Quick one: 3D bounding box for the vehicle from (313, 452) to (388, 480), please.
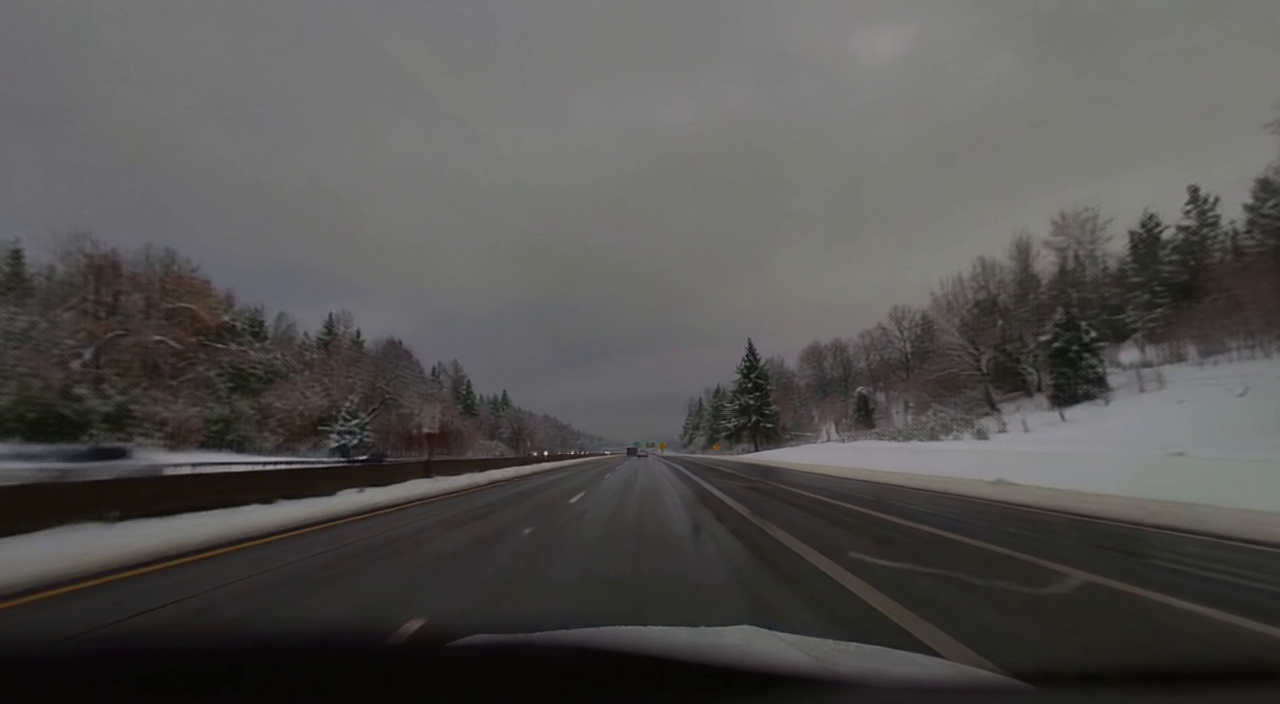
[{"bbox_3d":[-16.185,6.361,35.500,2.046,1.460,4.426,0,-9,1],"label":"vehicle"}]

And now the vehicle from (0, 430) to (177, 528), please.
[{"bbox_3d":[-12.125,2.422,12.341,2.262,1.676,4.984,0,-9,1],"label":"vehicle"}]
